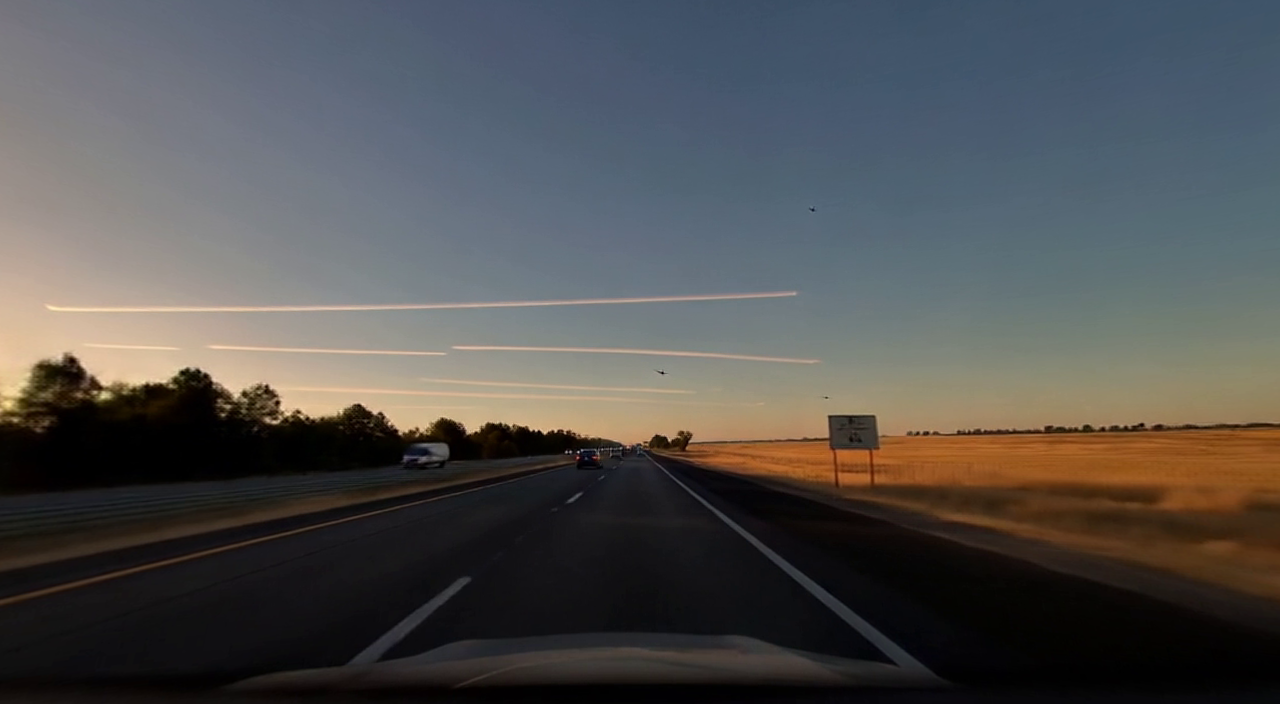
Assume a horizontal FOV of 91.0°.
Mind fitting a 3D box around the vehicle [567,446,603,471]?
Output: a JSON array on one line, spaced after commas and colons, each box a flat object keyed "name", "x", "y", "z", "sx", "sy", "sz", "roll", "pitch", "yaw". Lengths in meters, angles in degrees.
[{"name": "vehicle", "x": -3.950, "y": 7.749, "z": 45.809, "sx": 2.132, "sy": 1.701, "sz": 4.303, "roll": 0, "pitch": -9, "yaw": 1}]
